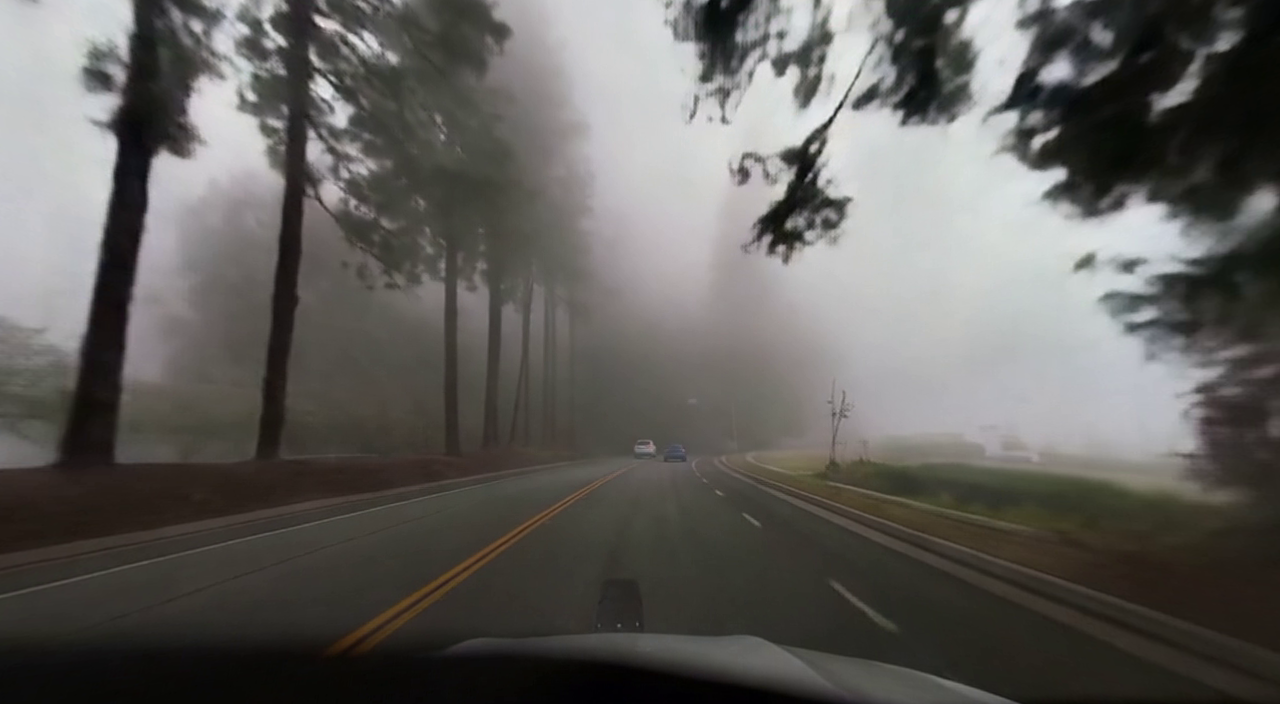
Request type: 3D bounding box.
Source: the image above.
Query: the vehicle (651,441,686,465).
[{"bbox_3d":[1.921,6.620,41.606,2.071,1.474,4.047,-1,-8,5],"label":"vehicle"}]
